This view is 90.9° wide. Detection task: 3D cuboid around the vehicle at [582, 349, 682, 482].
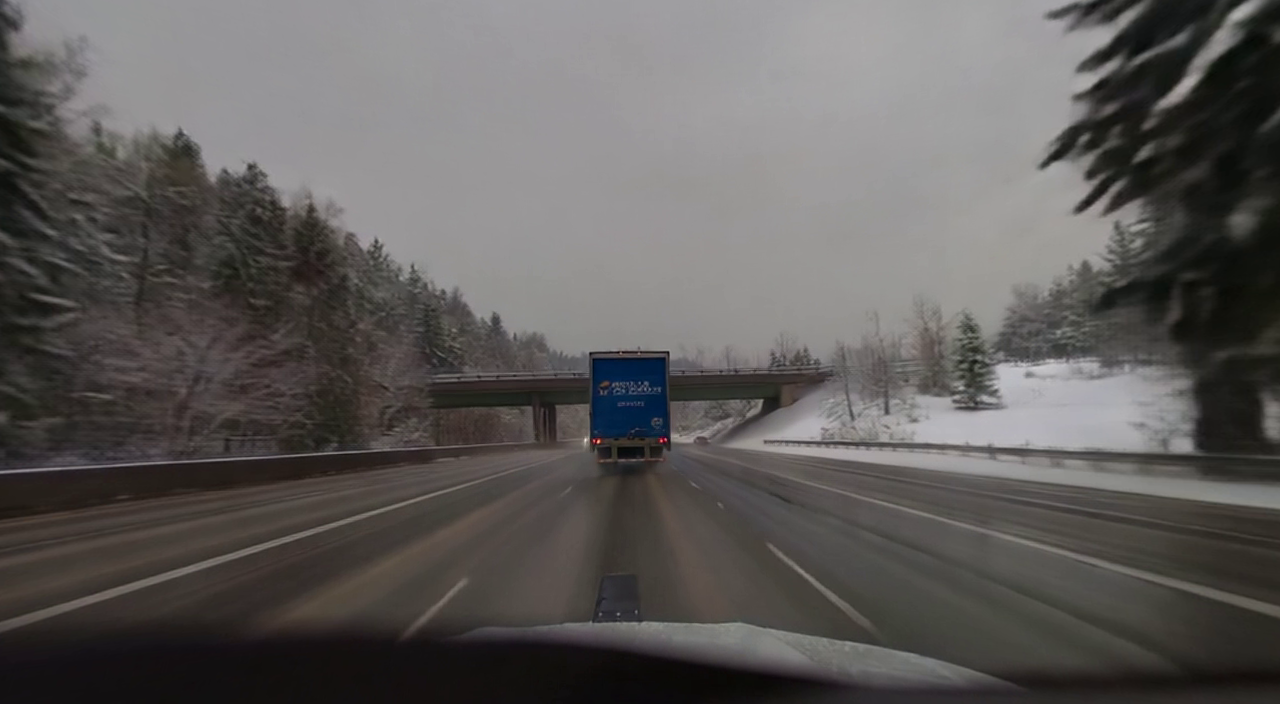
[{"bbox_3d":[-0.467,2.501,23.545,2.895,3.861,10.213,0,-8,-3],"label":"vehicle"}]
